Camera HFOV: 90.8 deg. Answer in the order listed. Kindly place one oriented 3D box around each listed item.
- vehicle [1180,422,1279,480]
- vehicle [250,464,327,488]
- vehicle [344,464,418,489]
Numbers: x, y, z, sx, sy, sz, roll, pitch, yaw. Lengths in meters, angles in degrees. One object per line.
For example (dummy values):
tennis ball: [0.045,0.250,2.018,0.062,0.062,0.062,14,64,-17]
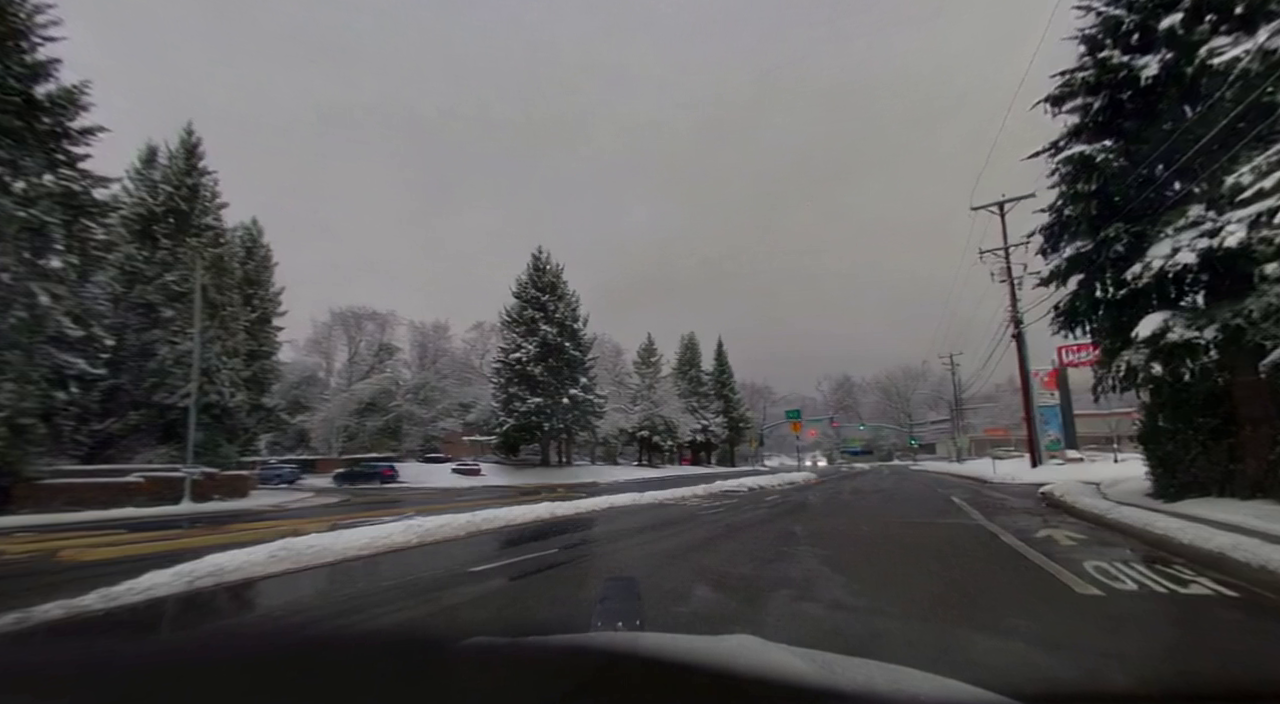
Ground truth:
vehicle: [33.065,5.536,35.330,2.642,2.930,5.826,-4,-10,25]
vehicle: [-25.220,8.869,45.328,4.538,1.545,2.021,-2,-9,13]
vehicle: [-17.587,8.414,42.888,4.353,1.486,1.991,-3,-9,19]
